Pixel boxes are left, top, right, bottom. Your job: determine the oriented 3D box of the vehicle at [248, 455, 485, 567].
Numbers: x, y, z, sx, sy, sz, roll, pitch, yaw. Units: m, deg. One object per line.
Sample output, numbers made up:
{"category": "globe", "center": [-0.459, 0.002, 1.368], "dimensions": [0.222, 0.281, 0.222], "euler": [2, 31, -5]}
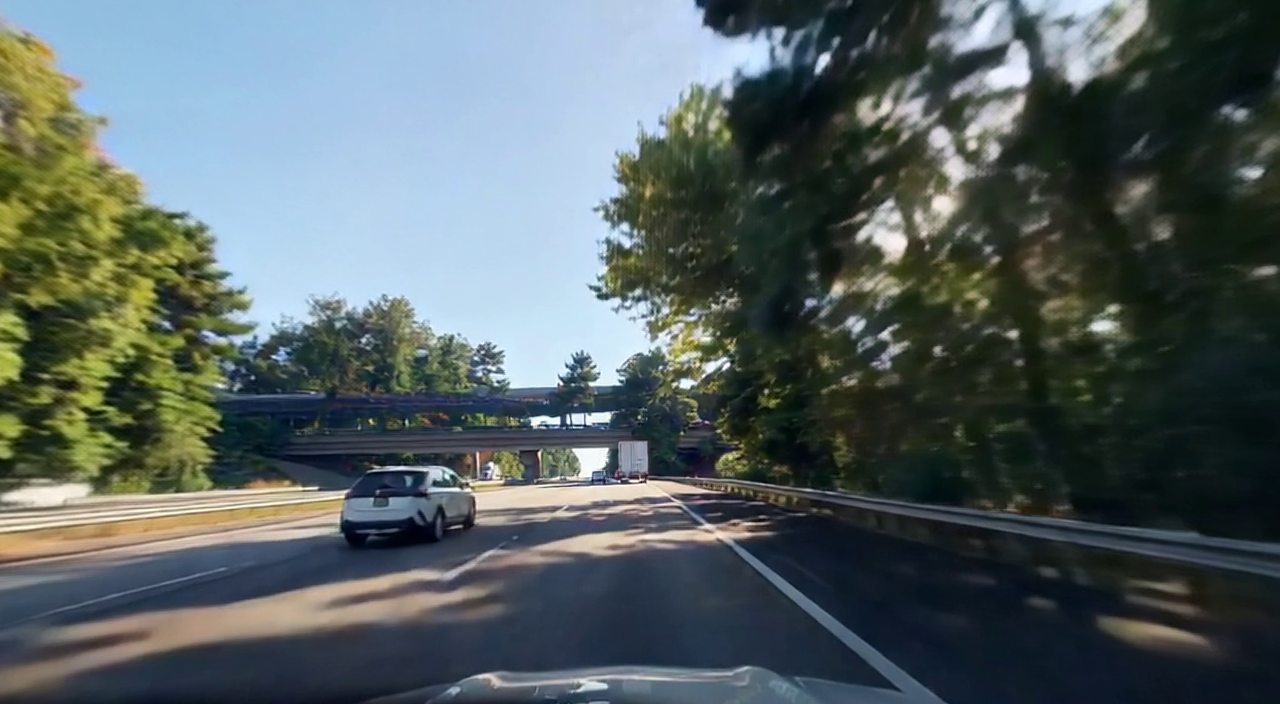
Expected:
{"category": "vehicle", "center": [-4.292, 2.599, 10.966], "dimensions": [1.950, 1.460, 4.812], "euler": [1, -10, 0]}
